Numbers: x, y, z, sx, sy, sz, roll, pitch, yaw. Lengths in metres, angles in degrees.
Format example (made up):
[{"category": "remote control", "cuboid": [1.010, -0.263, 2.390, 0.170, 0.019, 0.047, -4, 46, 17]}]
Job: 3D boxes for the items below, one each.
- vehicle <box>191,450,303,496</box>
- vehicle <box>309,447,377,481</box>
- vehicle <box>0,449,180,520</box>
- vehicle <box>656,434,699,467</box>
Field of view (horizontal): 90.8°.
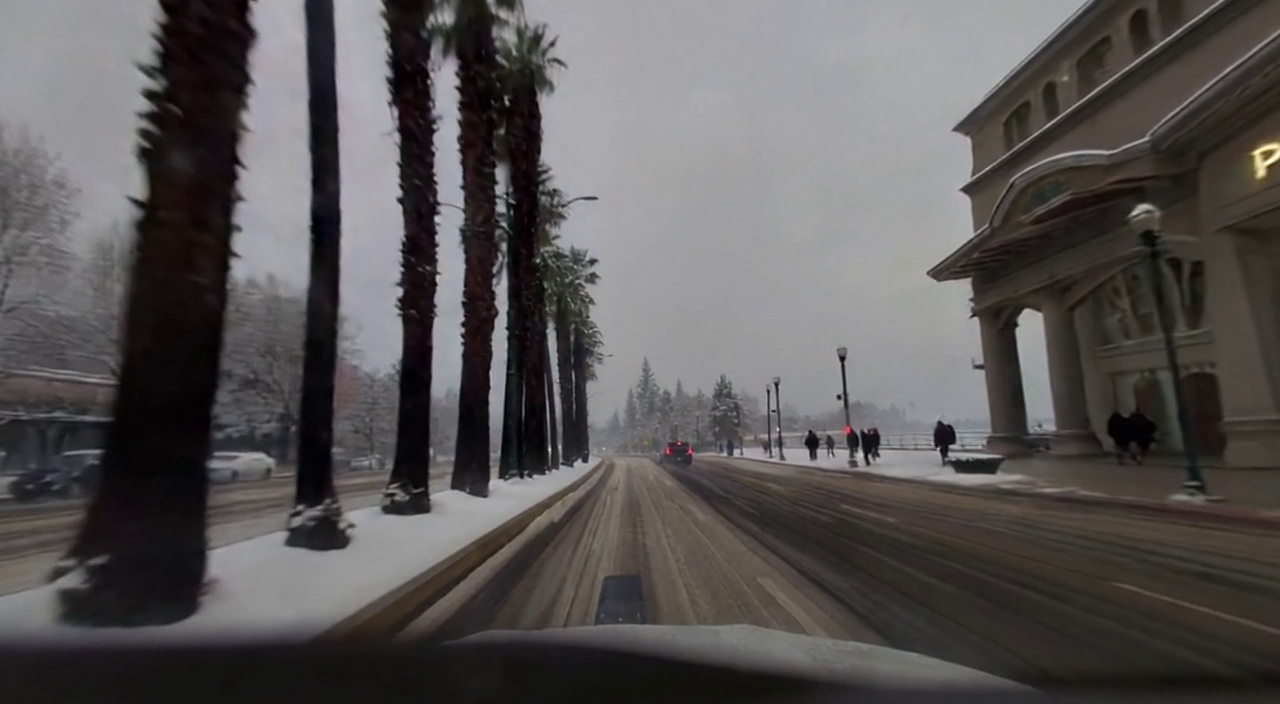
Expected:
[{"category": "vehicle", "cuboid": [-18.168, 5.579, 29.584, 2.049, 1.878, 5.125, -1, -9, -2]}, {"category": "vehicle", "cuboid": [-18.500, 6.973, 39.639, 2.136, 1.890, 4.670, -3, -8, -1]}, {"category": "vehicle", "cuboid": [-17.771, 4.198, 20.626, 1.947, 1.871, 4.855, -3, -8, -2]}, {"category": "vehicle", "cuboid": [2.404, 6.591, 42.541, 2.284, 2.010, 6.670, 0, -8, -1]}]
